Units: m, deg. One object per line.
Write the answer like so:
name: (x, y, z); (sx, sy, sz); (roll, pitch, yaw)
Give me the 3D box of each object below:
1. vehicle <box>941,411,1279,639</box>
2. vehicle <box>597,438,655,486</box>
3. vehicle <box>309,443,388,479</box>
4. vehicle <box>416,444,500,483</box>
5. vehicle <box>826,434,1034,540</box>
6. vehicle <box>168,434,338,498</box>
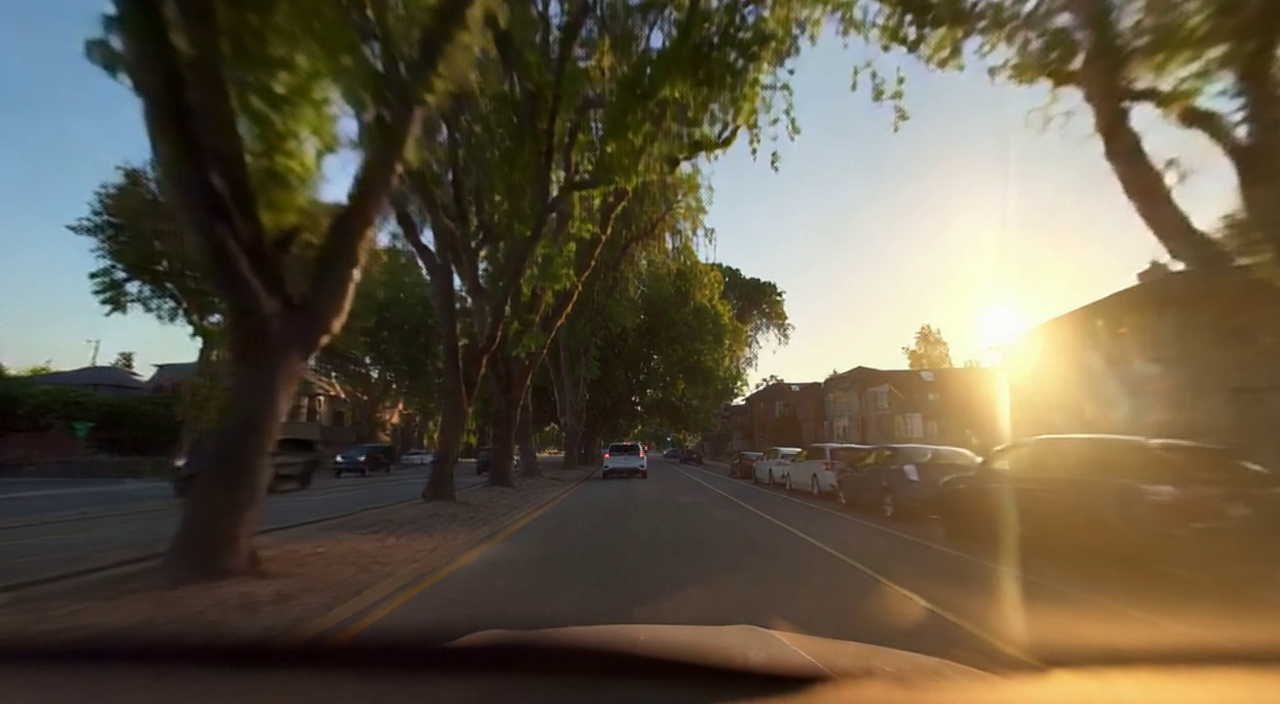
vehicle: (5.672, 1.714, 7.354); (2.053, 1.799, 4.446); (0, -8, -1)
vehicle: (-0.530, 4.226, 24.615); (2.070, 1.698, 3.925); (0, -8, 0)
vehicle: (-15.887, 5.950, 34.732); (2.038, 1.813, 4.764); (0, -9, 1)
vehicle: (-7.548, 4.673, 26.825); (2.105, 1.474, 4.808); (0, -8, 0)
vehicle: (5.536, 2.599, 12.886); (1.996, 1.738, 4.496); (0, -8, -2)
vehicle: (-11.924, 3.530, 20.045); (2.020, 1.754, 5.185); (0, -8, 1)
